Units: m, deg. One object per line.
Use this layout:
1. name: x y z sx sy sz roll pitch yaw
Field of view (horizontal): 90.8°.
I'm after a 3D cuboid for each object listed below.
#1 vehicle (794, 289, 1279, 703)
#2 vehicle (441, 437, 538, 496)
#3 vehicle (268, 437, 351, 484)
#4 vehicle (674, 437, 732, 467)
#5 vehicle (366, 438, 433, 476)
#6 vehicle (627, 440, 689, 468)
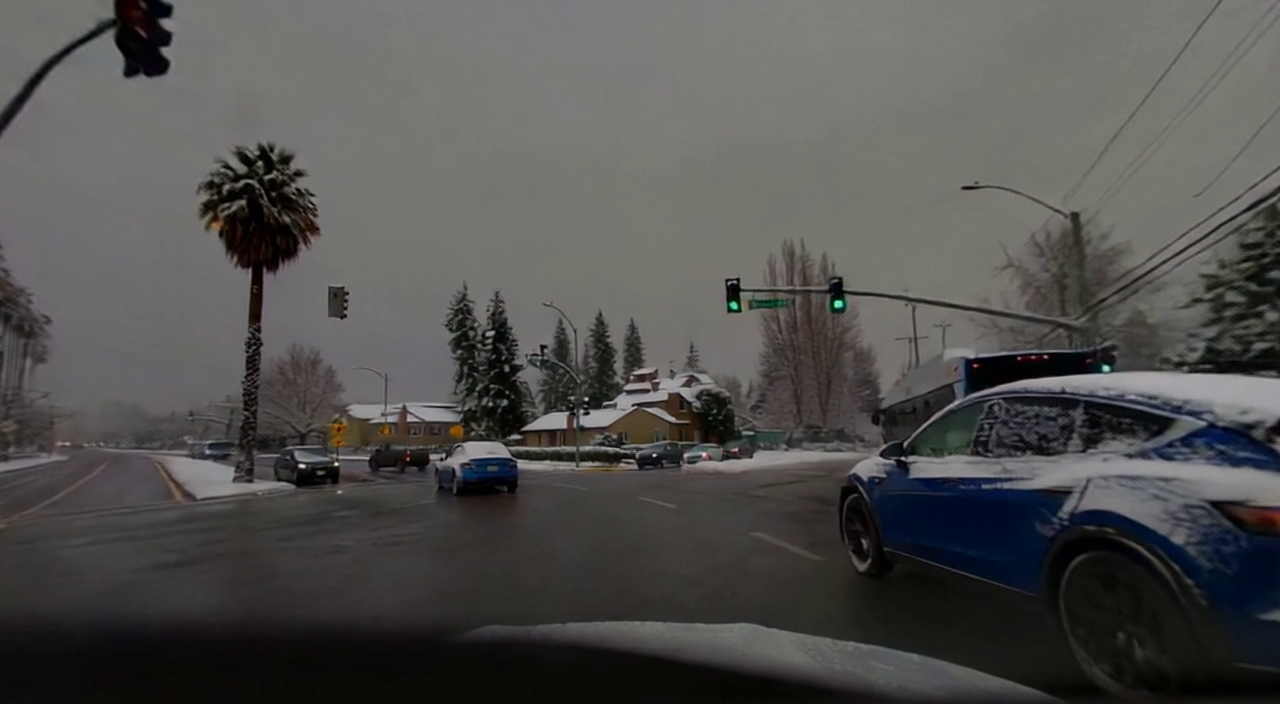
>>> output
1. vehicle: 3.033 1.062 4.577 2.205 1.803 5.135 0 -8 -4
2. vehicle: -5.102 3.716 20.972 2.341 1.709 4.466 3 -9 -23
3. vehicle: -15.155 4.878 28.784 2.283 1.878 5.384 6 -11 -38
4. vehicle: 3.967 6.105 38.818 2.122 1.730 5.138 -4 -9 22
5. vehicle: -13.221 5.683 34.549 2.272 1.891 4.562 6 -10 -35
6. vehicle: 1.250 6.695 41.612 2.290 1.688 5.224 -5 -10 22
